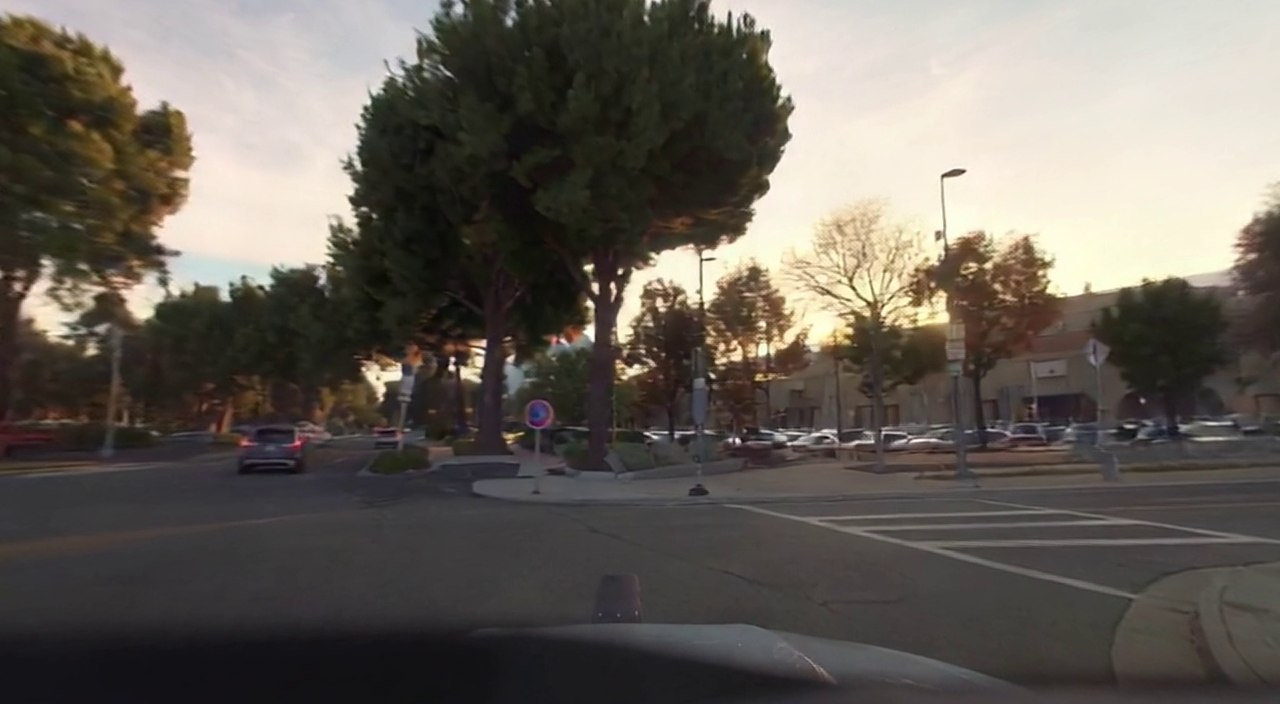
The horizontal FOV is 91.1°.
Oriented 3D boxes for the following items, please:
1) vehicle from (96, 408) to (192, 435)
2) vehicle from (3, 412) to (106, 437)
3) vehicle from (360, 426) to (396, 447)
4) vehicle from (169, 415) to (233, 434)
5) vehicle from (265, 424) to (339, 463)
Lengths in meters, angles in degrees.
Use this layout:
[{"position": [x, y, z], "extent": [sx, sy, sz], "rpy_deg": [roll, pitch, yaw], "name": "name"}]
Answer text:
[{"position": [-35.534, 5.018, 45.141], "extent": [5.015, 1.909, 2.034], "rpy_deg": [0, -8, -2], "name": "vehicle"}, {"position": [-35.492, 4.411, 38.153], "extent": [4.442, 1.468, 1.821], "rpy_deg": [0, -8, 1], "name": "vehicle"}, {"position": [-19.481, 6.319, 46.840], "extent": [1.742, 1.504, 3.771], "rpy_deg": [2, -8, -11], "name": "vehicle"}, {"position": [-34.865, 5.787, 49.937], "extent": [3.774, 1.439, 1.676], "rpy_deg": [0, -8, -3], "name": "vehicle"}, {"position": [-13.597, 3.706, 25.557], "extent": [1.962, 1.424, 4.289], "rpy_deg": [3, -8, -19], "name": "vehicle"}]
